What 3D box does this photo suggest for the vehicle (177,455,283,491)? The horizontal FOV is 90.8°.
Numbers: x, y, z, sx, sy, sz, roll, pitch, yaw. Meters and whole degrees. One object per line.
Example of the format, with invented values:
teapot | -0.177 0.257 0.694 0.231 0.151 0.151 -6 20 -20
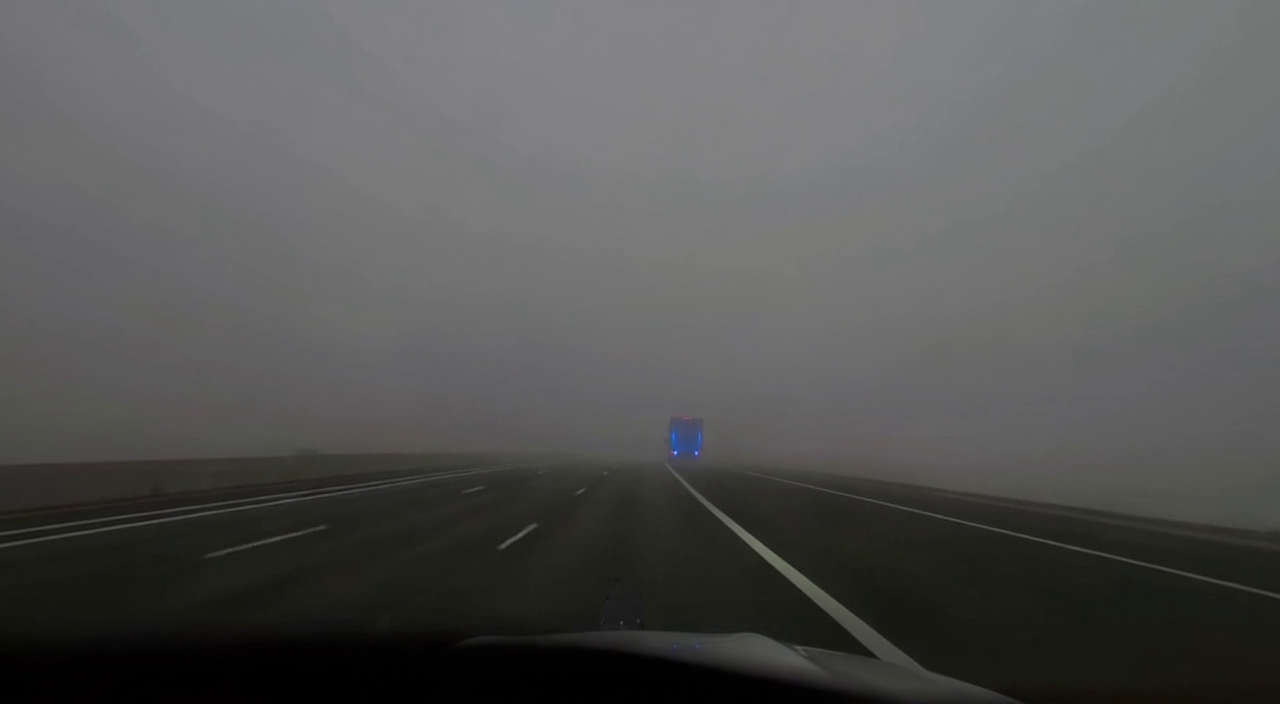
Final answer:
vehicle | -19.052 5.627 29.595 1.990 1.463 4.355 0 -9 1
